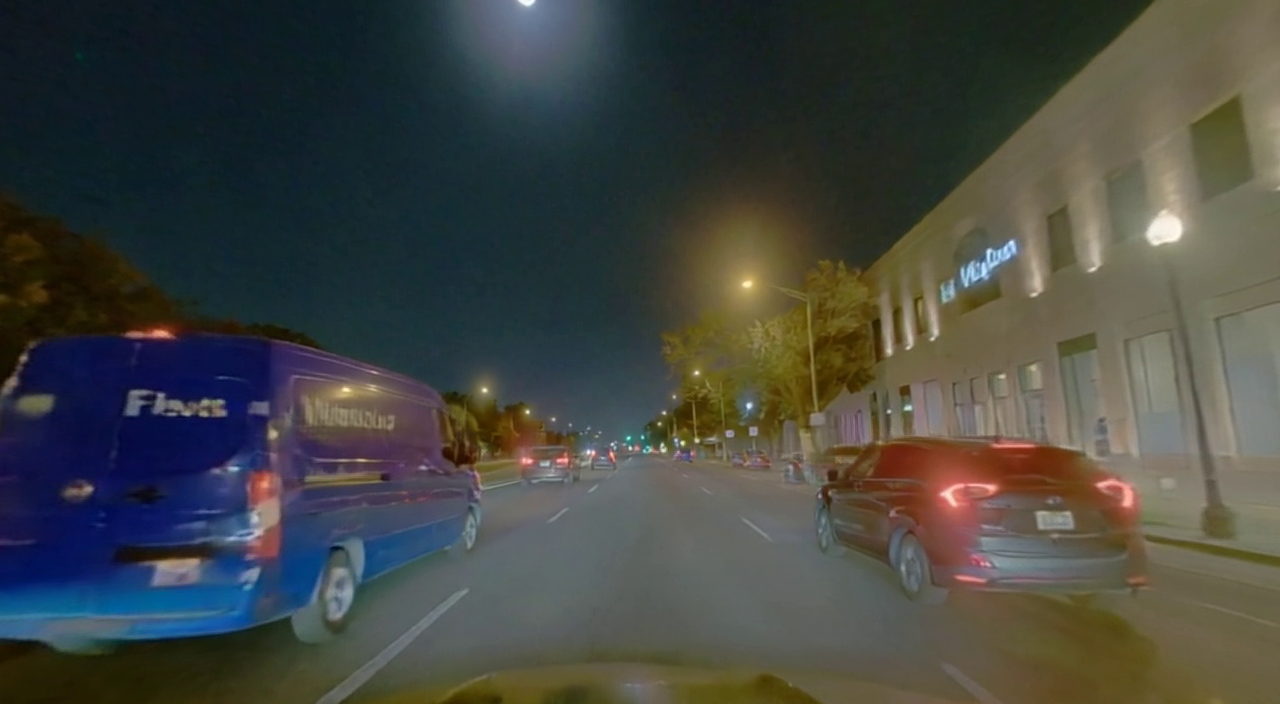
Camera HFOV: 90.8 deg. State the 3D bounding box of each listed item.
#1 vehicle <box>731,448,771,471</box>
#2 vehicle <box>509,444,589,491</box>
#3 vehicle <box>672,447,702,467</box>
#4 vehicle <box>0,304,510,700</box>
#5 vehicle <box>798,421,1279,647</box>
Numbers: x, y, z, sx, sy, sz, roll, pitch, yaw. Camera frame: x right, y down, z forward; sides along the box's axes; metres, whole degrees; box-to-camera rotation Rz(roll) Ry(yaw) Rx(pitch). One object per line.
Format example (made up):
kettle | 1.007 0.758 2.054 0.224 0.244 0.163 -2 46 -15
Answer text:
vehicle | 7.320 7.152 42.182 1.896 1.442 4.305 0 -9 0
vehicle | -3.077 4.026 22.372 2.060 1.466 4.387 0 -9 1
vehicle | 3.559 8.073 48.722 1.961 1.482 4.538 0 -9 0
vehicle | -3.202 1.212 6.312 2.490 2.153 5.594 0 -9 1
vehicle | 3.264 1.563 6.570 2.021 1.491 4.563 0 -9 -1
